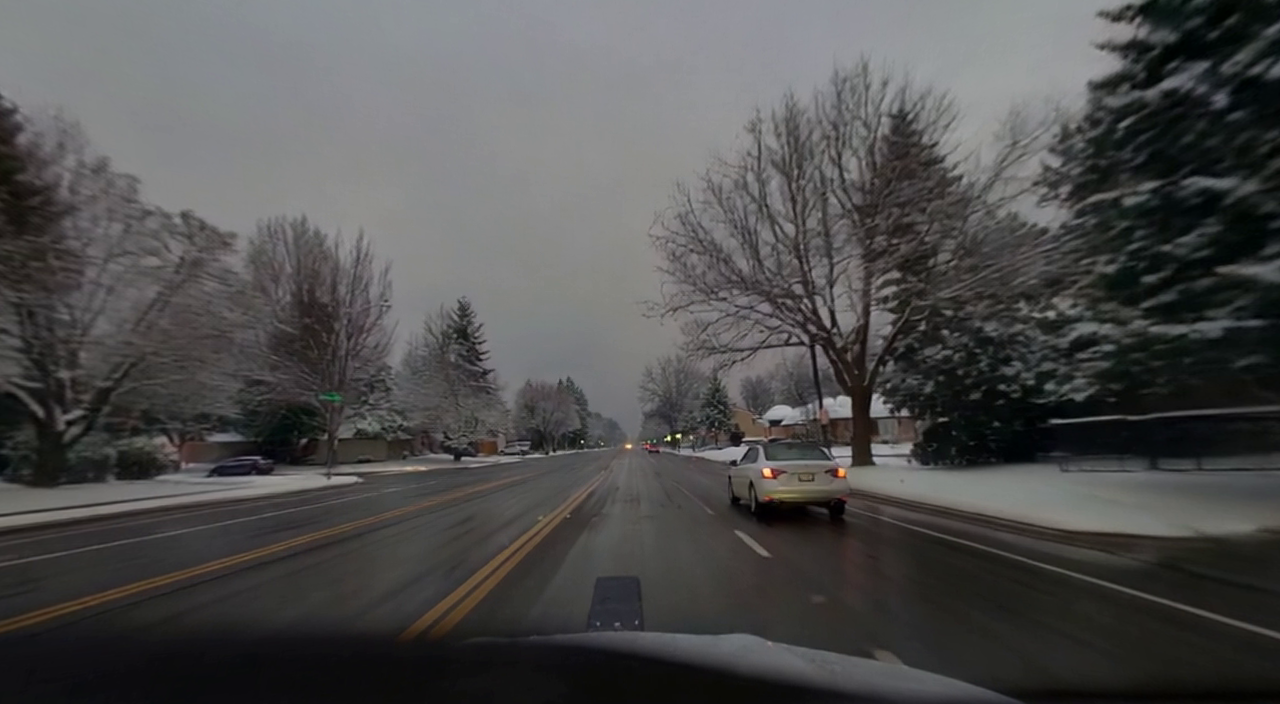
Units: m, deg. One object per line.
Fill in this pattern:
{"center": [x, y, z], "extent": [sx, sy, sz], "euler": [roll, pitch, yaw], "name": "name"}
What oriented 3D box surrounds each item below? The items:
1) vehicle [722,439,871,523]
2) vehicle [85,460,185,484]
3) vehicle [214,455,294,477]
{"center": [3.115, 2.661, 13.603], "extent": [2.057, 1.493, 4.225], "euler": [0, -9, -1], "name": "vehicle"}
{"center": [-31.768, 7.546, 39.840], "extent": [4.684, 1.435, 1.893], "euler": [0, -9, 2], "name": "vehicle"}
{"center": [-29.462, 8.720, 48.283], "extent": [4.917, 1.598, 1.937], "euler": [-1, -9, 4], "name": "vehicle"}
